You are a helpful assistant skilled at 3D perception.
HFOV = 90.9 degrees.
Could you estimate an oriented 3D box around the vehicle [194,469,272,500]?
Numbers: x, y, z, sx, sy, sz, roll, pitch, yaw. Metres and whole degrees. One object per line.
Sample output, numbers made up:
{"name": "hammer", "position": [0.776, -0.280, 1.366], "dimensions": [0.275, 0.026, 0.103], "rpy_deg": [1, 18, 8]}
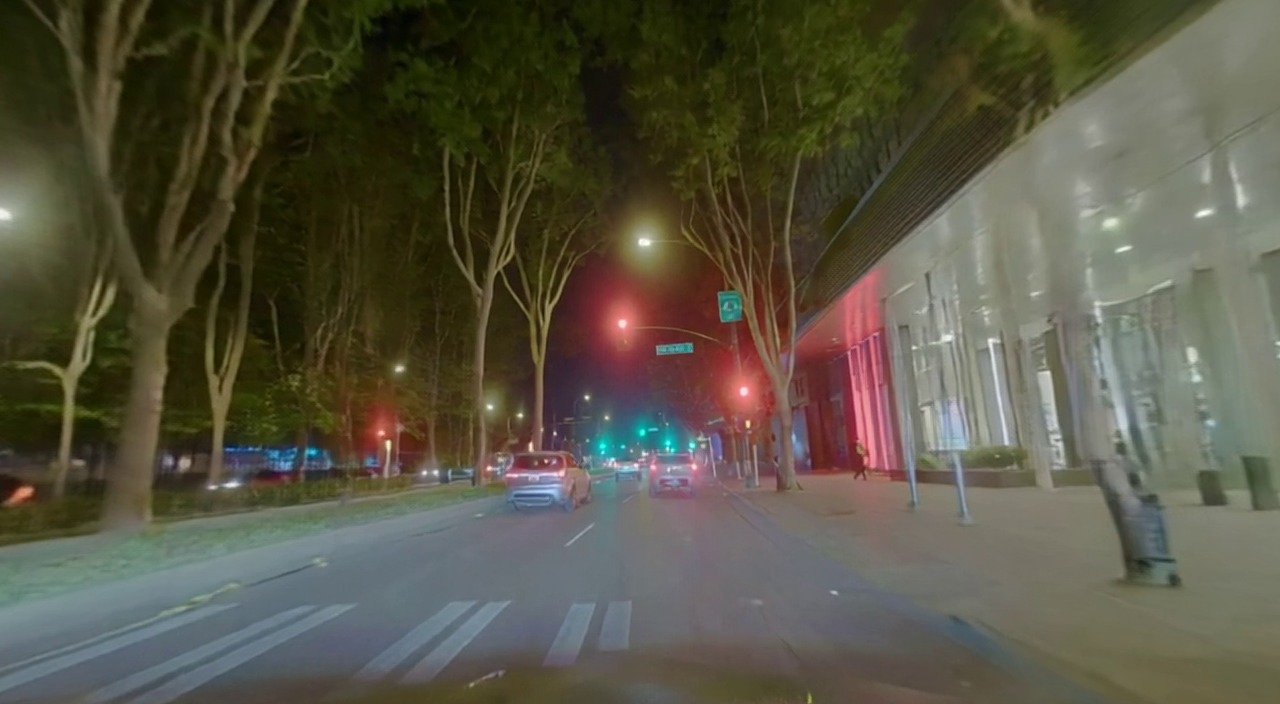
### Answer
{"name": "vehicle", "position": [-27.798, 9.031, 43.256], "dimensions": [2.045, 1.799, 4.945], "rpy_deg": [0, -9, 0]}

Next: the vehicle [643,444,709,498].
{"name": "vehicle", "position": [1.249, 4.194, 22.629], "dimensions": [2.120, 1.758, 3.917], "rpy_deg": [-1, -9, 2]}

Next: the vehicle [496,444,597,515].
{"name": "vehicle", "position": [-2.425, 3.415, 17.378], "dimensions": [1.940, 1.722, 3.823], "rpy_deg": [-1, -9, 4]}

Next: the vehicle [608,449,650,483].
{"name": "vehicle", "position": [-0.592, 6.767, 37.812], "dimensions": [2.220, 1.847, 4.587], "rpy_deg": [-1, -9, 3]}
